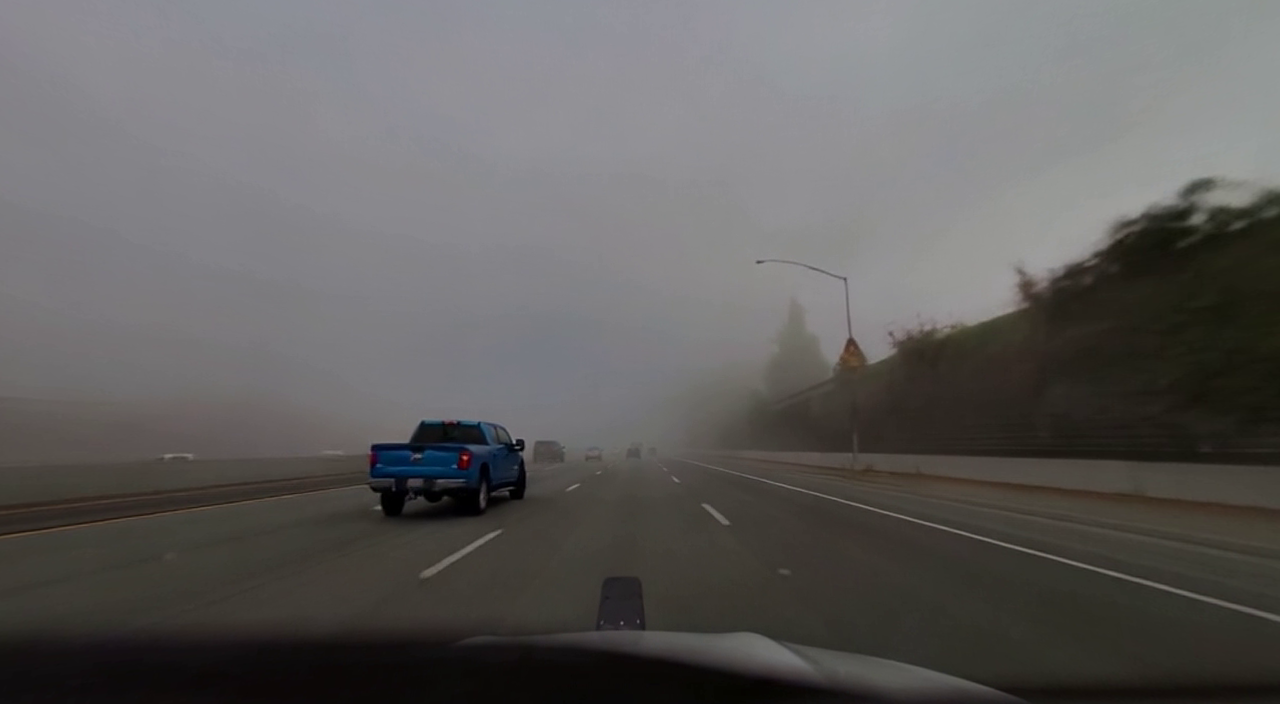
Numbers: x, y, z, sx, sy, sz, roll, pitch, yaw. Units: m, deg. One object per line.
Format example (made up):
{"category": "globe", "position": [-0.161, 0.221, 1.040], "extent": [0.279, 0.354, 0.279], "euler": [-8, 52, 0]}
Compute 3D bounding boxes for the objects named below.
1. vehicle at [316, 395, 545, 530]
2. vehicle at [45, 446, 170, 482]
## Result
{"category": "vehicle", "position": [-3.859, 2.242, 13.370], "extent": [2.604, 2.170, 6.271], "euler": [0, -8, 1]}
{"category": "vehicle", "position": [-25.646, 5.371, 30.628], "extent": [1.930, 1.587, 4.711], "euler": [0, -8, 0]}
